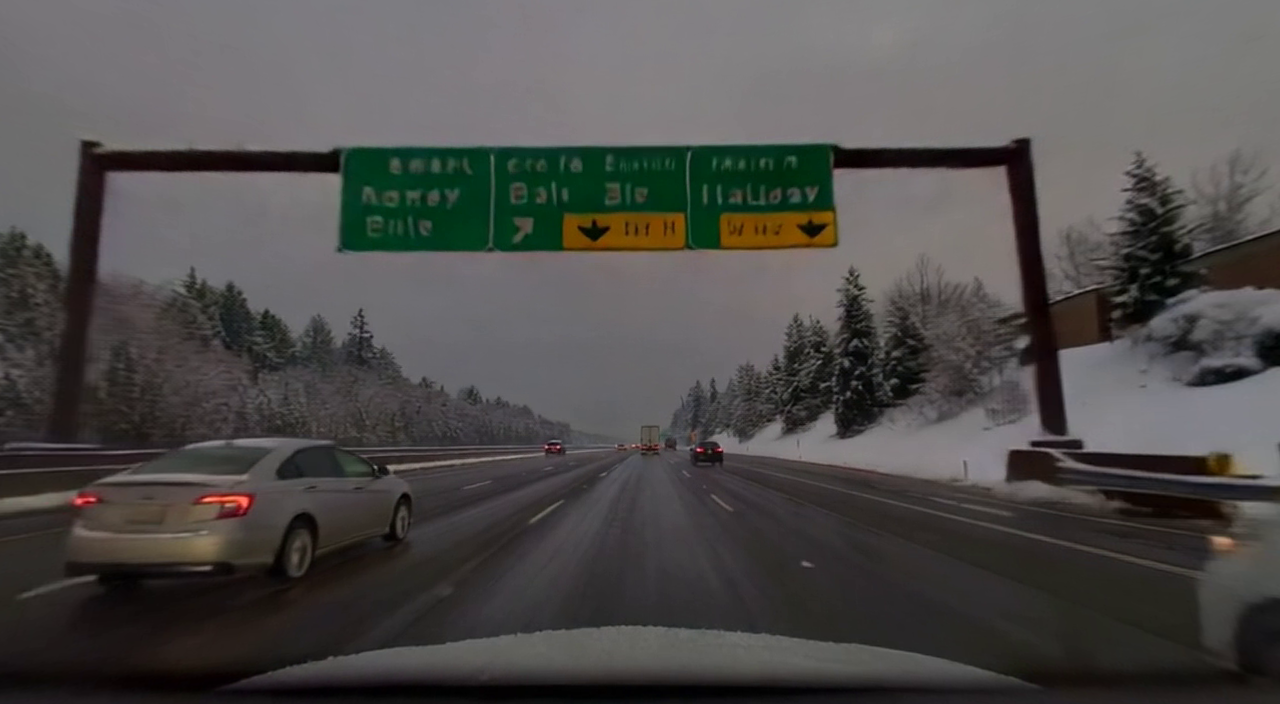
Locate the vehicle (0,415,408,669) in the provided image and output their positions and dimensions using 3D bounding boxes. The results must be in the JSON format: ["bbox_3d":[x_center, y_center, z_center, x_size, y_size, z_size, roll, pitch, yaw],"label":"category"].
[{"bbox_3d":[-3.956,1.425,5.827,1.947,1.479,4.114,0,-8,1],"label":"vehicle"}]

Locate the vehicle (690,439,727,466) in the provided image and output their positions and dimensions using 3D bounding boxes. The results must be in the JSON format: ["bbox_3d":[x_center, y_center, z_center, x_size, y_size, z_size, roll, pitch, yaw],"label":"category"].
[{"bbox_3d":[4.474,6.631,41.435,2.046,1.655,4.143,0,-8,1],"label":"vehicle"}]
